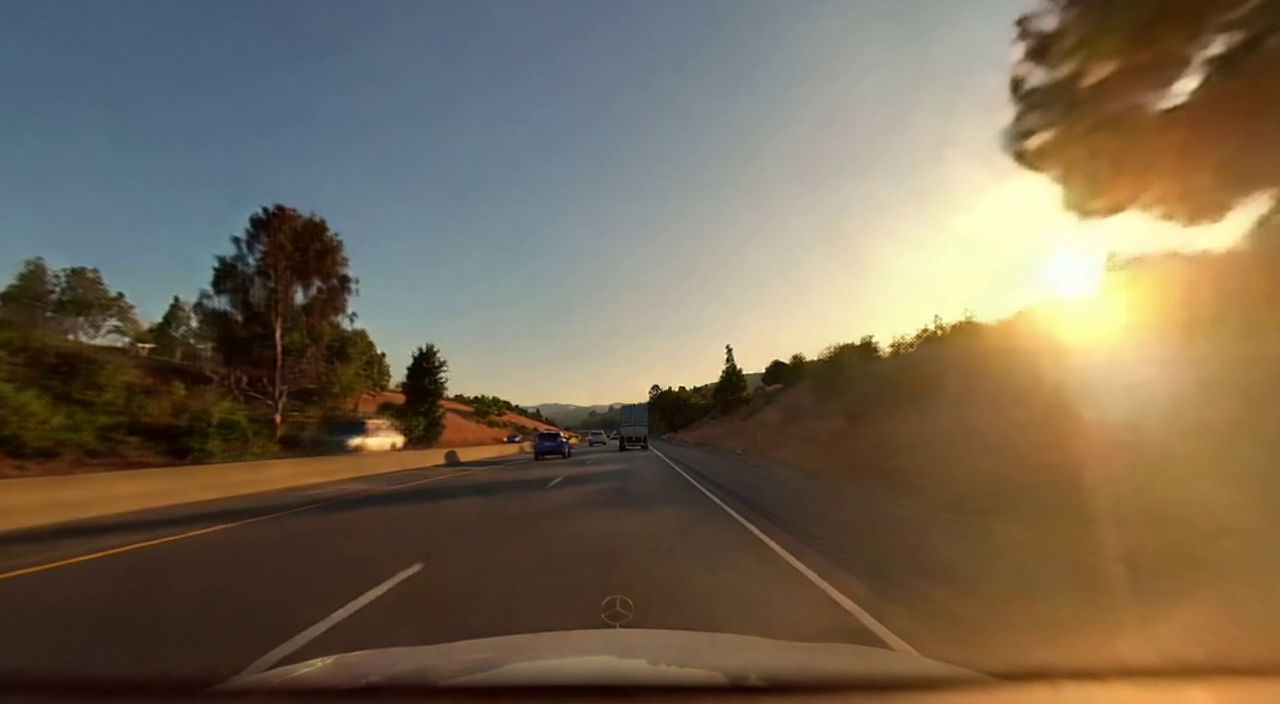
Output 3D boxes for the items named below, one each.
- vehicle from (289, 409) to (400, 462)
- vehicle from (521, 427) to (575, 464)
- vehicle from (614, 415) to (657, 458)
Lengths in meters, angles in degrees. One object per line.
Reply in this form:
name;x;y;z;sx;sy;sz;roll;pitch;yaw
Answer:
vehicle;-13.282;3.822;28.856;2.346;2.195;5.536;0;-8;0
vehicle;-4.568;4.686;31.864;2.049;1.726;4.291;0;-8;0
vehicle;-0.324;5.343;39.891;2.526;2.531;5.026;0;-8;-1
